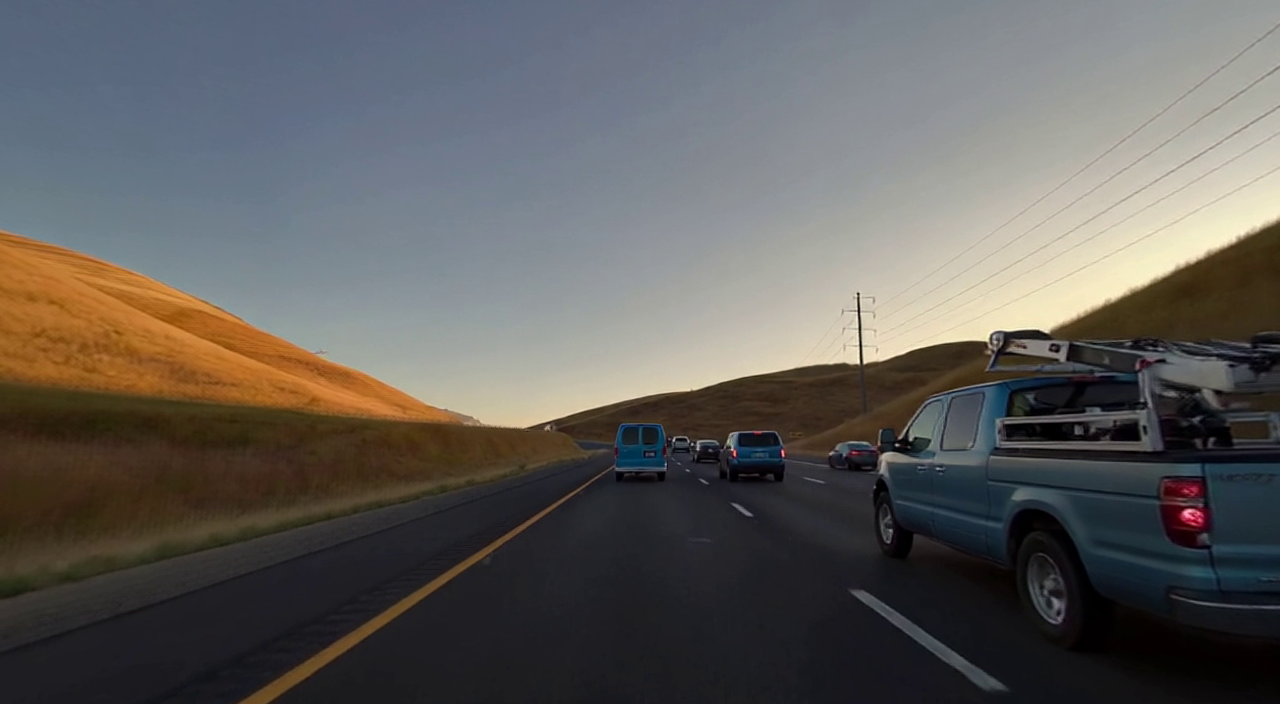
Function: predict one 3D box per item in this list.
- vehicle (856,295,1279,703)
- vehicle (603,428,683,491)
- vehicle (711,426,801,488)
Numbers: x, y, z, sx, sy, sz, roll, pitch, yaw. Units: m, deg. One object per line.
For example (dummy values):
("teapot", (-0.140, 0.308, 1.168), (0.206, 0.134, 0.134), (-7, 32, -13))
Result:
("vehicle", (3.894, 1.026, 4.487), (2.691, 1.901, 5.744), (0, -8, 0))
("vehicle", (0.107, 3.422, 20.356), (2.268, 1.772, 4.523), (0, -8, 0))
("vehicle", (3.708, 3.454, 21.016), (2.139, 1.821, 4.480), (0, -8, 0))
